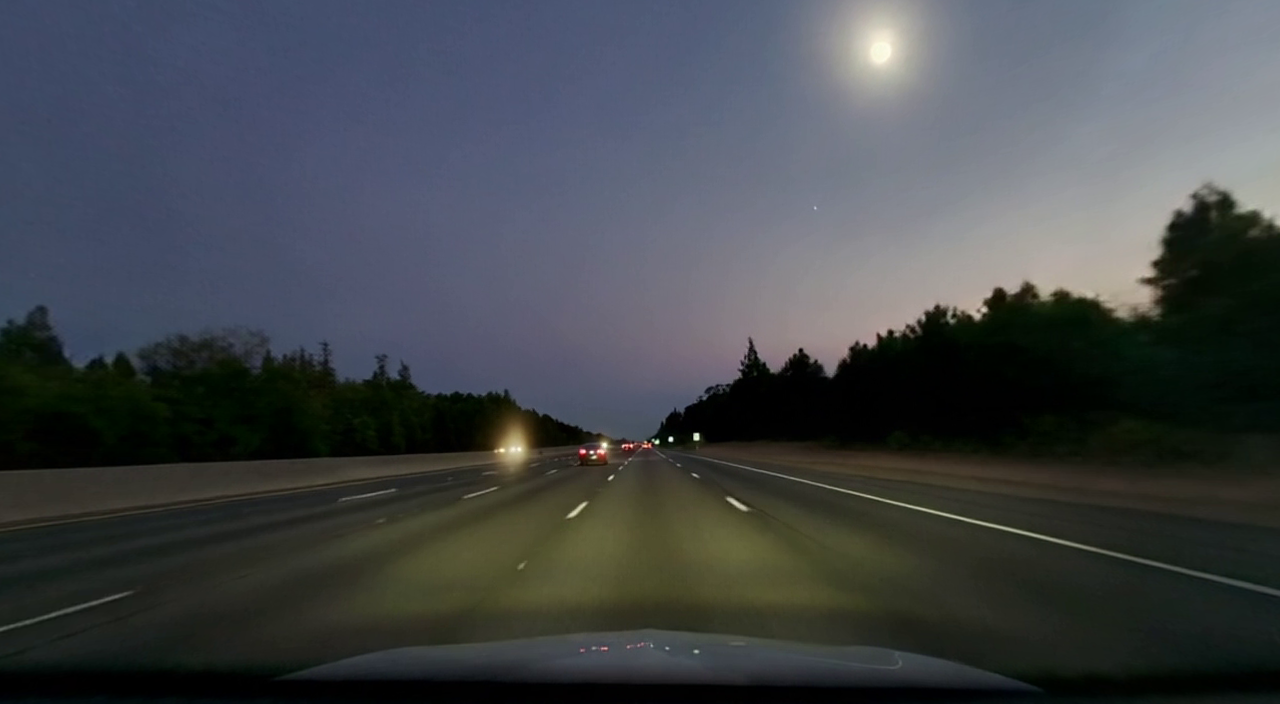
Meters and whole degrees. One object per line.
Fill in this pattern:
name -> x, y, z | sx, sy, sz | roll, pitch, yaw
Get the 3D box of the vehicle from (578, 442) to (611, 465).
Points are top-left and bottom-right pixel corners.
vehicle -> -3.167, 7.176, 44.787 | 1.993, 1.589, 3.898 | 0, -8, 1
